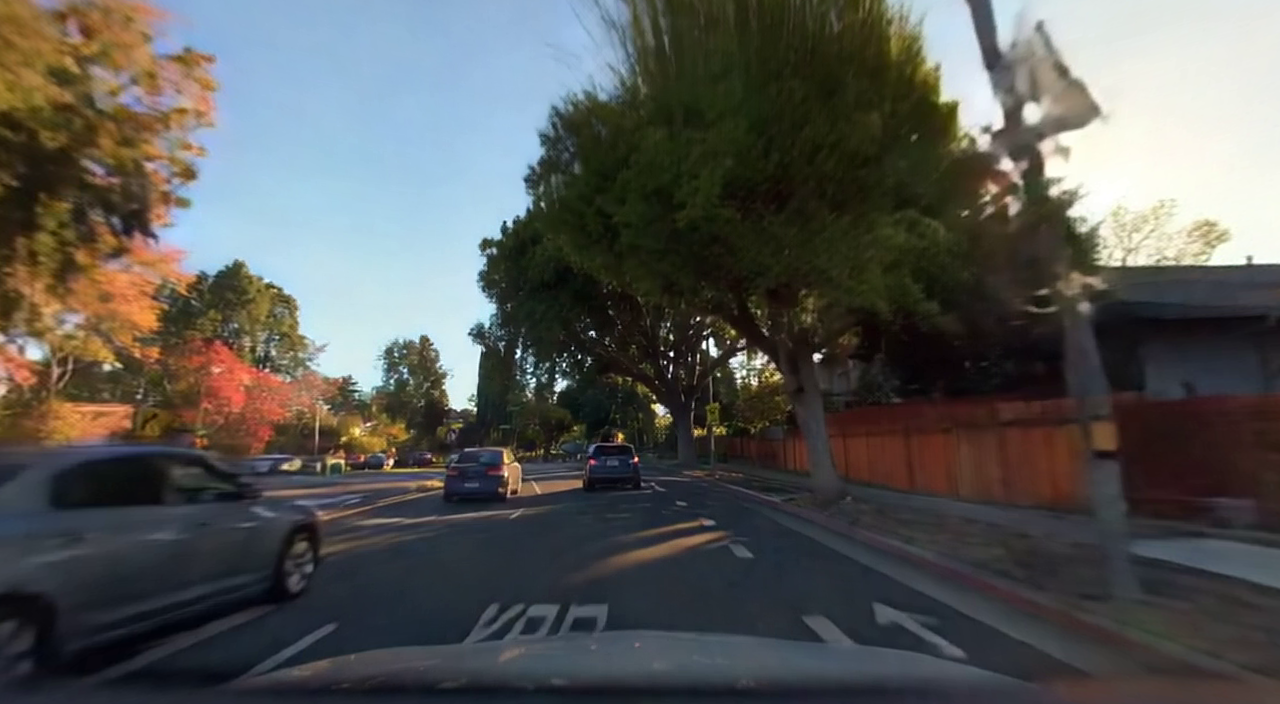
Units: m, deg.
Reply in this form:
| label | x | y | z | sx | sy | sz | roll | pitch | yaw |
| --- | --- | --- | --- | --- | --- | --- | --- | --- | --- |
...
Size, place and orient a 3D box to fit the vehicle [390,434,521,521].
| label | x | y | z | sx | sy | sz | roll | pitch | yaw |
| --- | --- | --- | --- | --- | --- | --- | --- | --- | --- |
| vehicle | -3.722 | 2.565 | 13.389 | 1.986 | 1.561 | 3.805 | 1 | -8 | -6 |

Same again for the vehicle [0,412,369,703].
| label | x | y | z | sx | sy | sz | roll | pitch | yaw |
| --- | --- | --- | --- | --- | --- | --- | --- | --- | --- |
| vehicle | -3.966 | 1.191 | 4.087 | 2.067 | 1.546 | 4.988 | 2 | -7 | 1 |

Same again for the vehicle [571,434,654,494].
| label | x | y | z | sx | sy | sz | roll | pitch | yaw |
| --- | --- | --- | --- | --- | --- | --- | --- | --- | --- |
| vehicle | -0.999 | 3.464 | 19.762 | 2.290 | 1.653 | 4.127 | 1 | -8 | -7 |
